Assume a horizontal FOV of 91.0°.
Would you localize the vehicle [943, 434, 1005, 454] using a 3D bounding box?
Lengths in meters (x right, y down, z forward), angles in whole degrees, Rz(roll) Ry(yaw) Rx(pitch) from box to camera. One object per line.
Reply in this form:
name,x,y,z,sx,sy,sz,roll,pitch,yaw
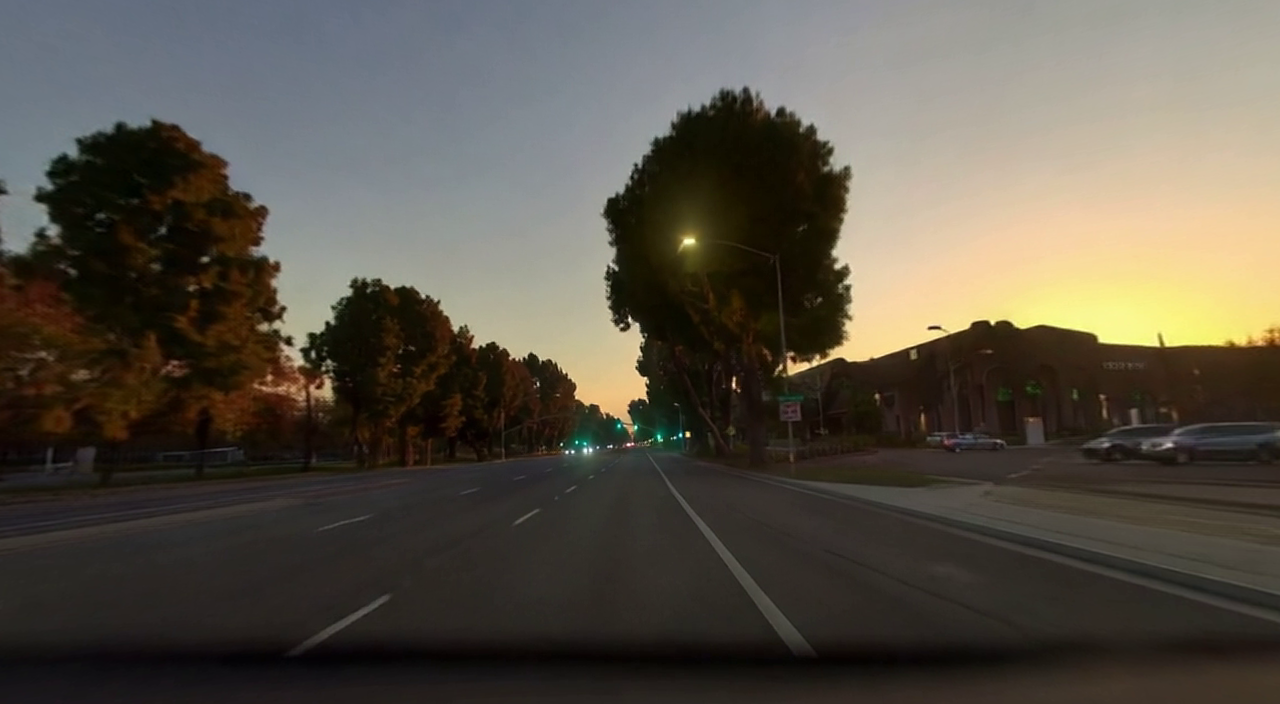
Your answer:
vehicle,24.764,6.871,46.895,1.907,1.444,5.150,0,-9,1
